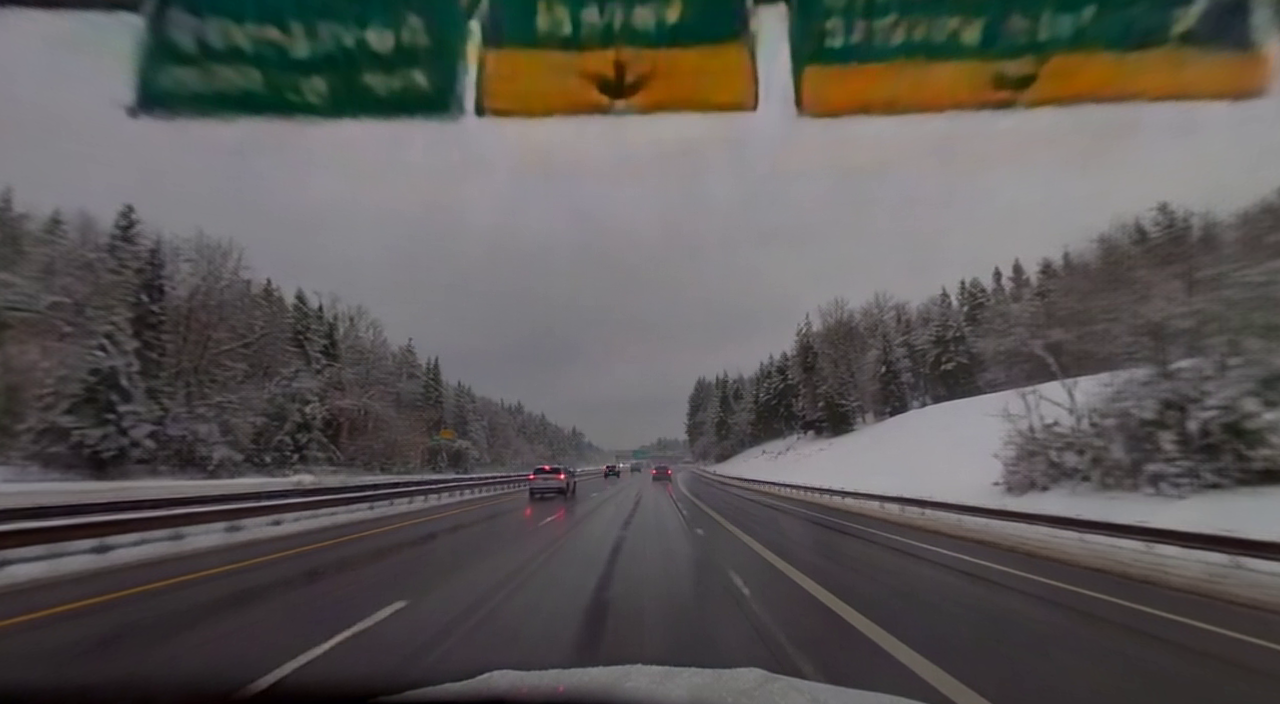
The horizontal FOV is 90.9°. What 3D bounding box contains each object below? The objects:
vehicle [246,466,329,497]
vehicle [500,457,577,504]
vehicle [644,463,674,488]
[{"bbox_3d":[-18.003,6.624,32.416,1.760,1.442,4.112,1,-10,2],"label":"vehicle"},{"bbox_3d":[-3.732,4.880,24.098,2.063,1.556,4.740,1,-10,1],"label":"vehicle"},{"bbox_3d":[1.390,8.721,44.618,2.000,1.594,3.996,1,-10,2],"label":"vehicle"}]
